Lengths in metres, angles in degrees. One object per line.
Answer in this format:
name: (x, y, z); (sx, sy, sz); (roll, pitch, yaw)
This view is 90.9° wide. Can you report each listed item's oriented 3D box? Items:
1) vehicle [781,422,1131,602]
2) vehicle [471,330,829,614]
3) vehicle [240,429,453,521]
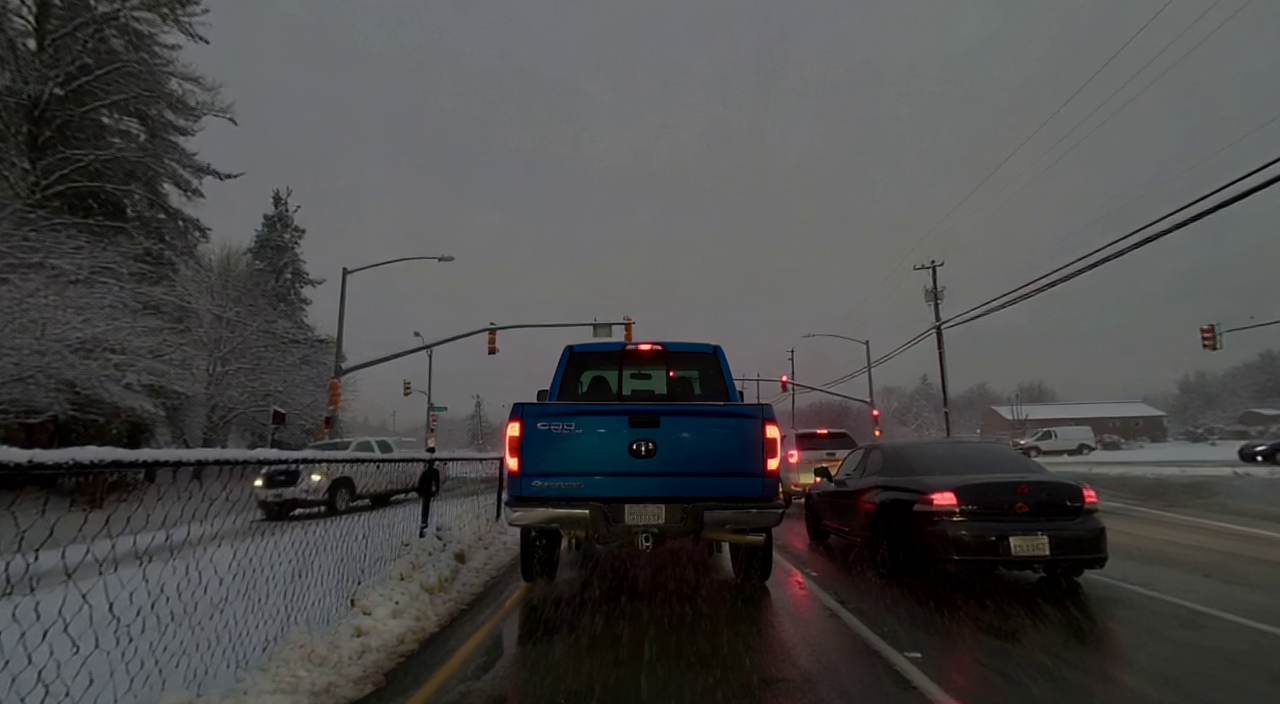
vehicle: (3.105, 1.644, 7.372); (1.993, 1.495, 4.060); (0, -8, 0)
vehicle: (0.098, 1.395, 8.201); (2.831, 2.284, 6.149); (0, -8, 0)
vehicle: (-7.223, 3.064, 16.427); (2.455, 1.971, 5.329); (-1, -9, 7)
